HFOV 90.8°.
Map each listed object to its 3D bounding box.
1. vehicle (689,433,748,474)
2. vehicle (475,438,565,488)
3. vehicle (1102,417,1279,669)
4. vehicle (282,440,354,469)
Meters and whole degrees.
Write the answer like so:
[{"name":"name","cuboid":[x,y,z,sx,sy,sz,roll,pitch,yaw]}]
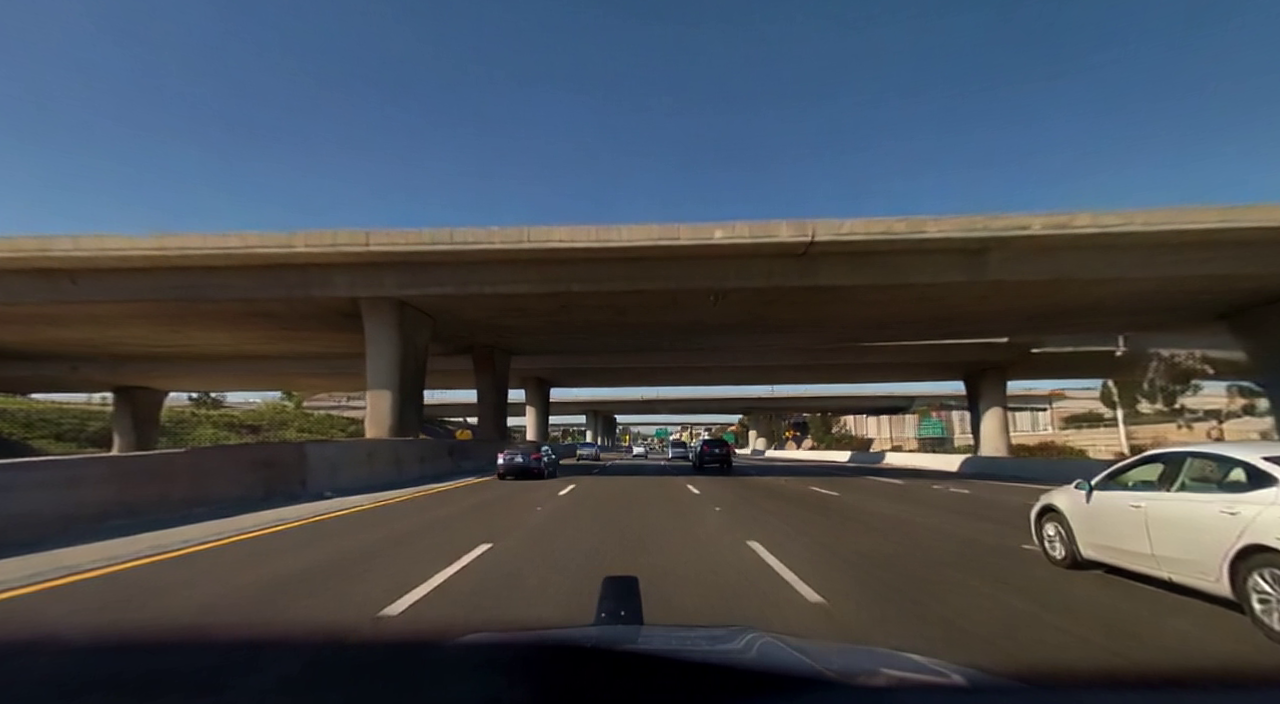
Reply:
[{"name":"vehicle","cuboid":[3.514,4.652,29.113,2.072,1.761,4.242,0,-8,-2]},{"name":"vehicle","cuboid":[-3.902,3.669,21.338,1.997,1.476,4.703,0,-8,2]},{"name":"vehicle","cuboid":[4.731,1.016,2.957,1.989,1.472,4.322,0,-8,3]},{"name":"vehicle","cuboid":[-18.878,6.000,37.258,2.124,1.591,4.419,0,-8,-3]}]
